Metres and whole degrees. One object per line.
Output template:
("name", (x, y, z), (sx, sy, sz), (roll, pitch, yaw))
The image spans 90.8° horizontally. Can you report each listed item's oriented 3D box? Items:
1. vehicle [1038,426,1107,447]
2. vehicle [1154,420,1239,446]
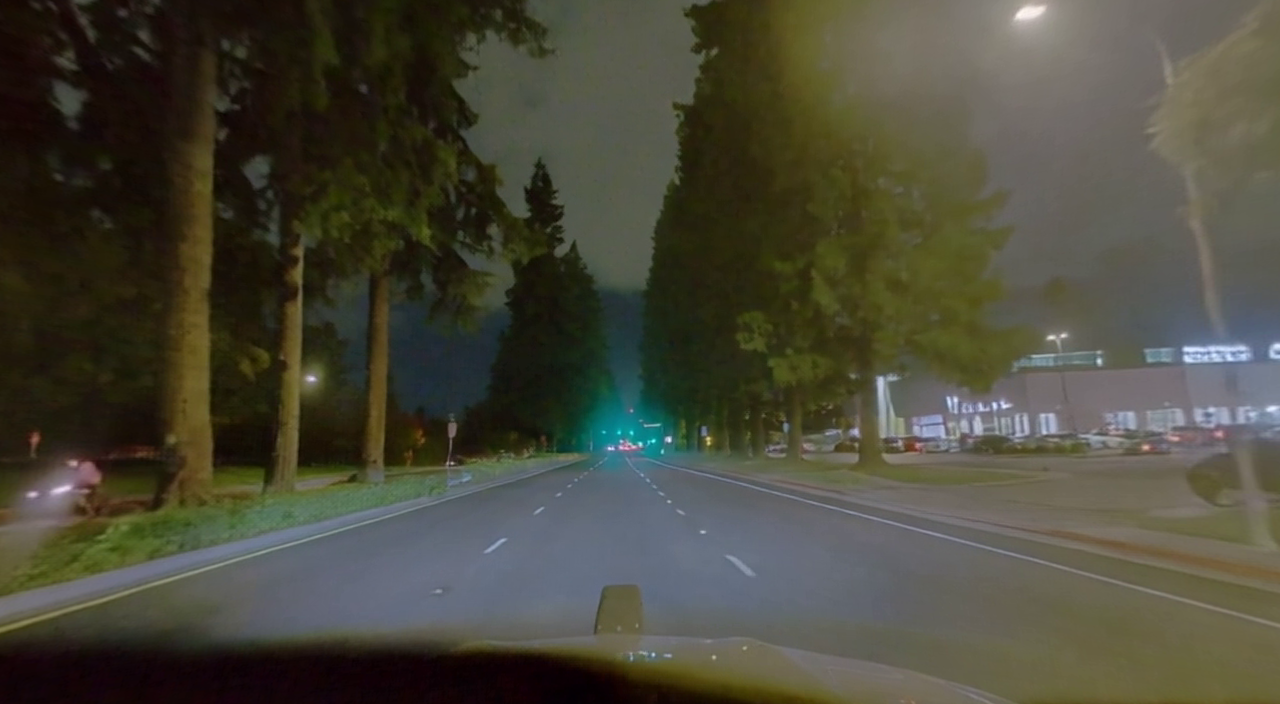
("vehicle", (32.746, 6.484, 48.006), (1.850, 1.490, 4.701), (0, -9, 0))
("vehicle", (43.352, 6.384, 49.392), (1.929, 1.842, 4.959), (0, -9, -3))
